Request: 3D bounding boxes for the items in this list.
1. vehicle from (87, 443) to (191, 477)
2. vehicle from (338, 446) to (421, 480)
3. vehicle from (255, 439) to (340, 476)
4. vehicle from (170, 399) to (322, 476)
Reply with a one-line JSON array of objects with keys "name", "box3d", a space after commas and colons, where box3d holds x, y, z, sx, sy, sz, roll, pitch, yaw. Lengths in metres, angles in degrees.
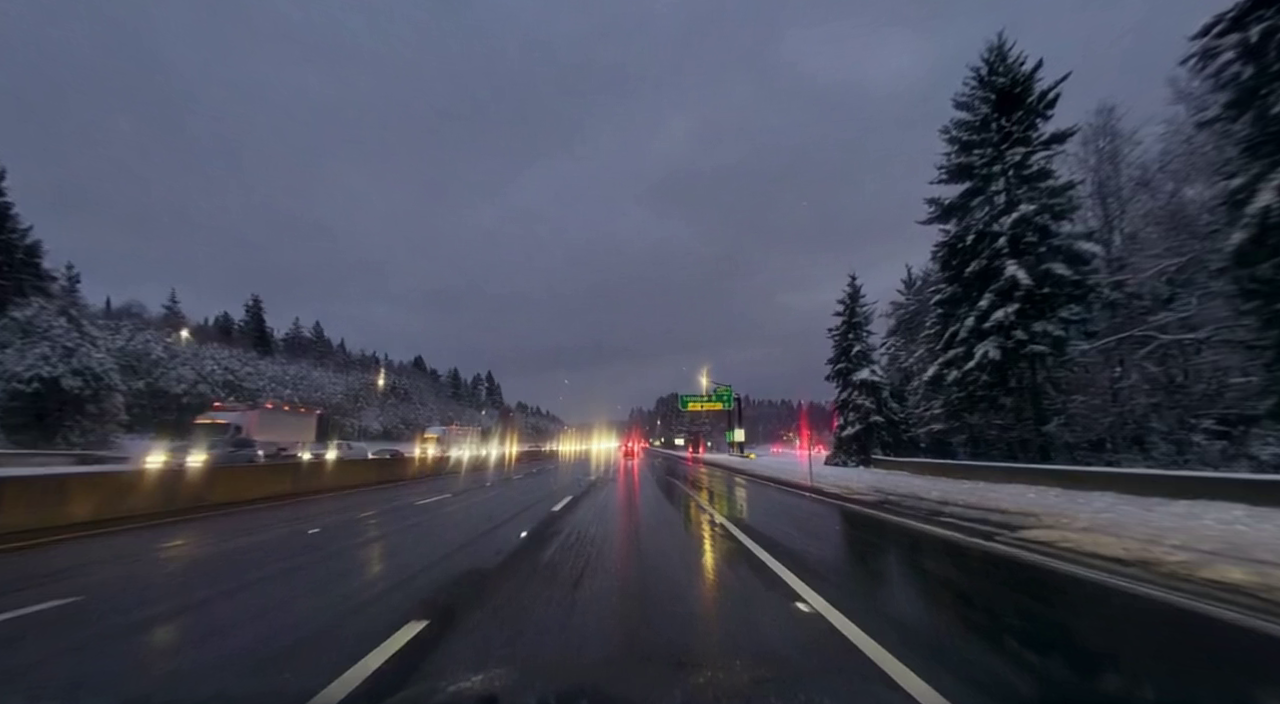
[{"name": "vehicle", "box3d": [-26.188, 5.634, 33.244, 2.010, 1.663, 4.189, 0, -9, -1]}, {"name": "vehicle", "box3d": [-12.505, 5.332, 30.726, 2.084, 1.496, 4.576, 0, -9, 0]}, {"name": "vehicle", "box3d": [-19.003, 5.868, 35.360, 2.039, 1.887, 4.820, 0, -9, -1]}, {"name": "vehicle", "box3d": [-22.751, 5.119, 37.439, 2.945, 3.911, 9.666, 0, -9, -2]}]
